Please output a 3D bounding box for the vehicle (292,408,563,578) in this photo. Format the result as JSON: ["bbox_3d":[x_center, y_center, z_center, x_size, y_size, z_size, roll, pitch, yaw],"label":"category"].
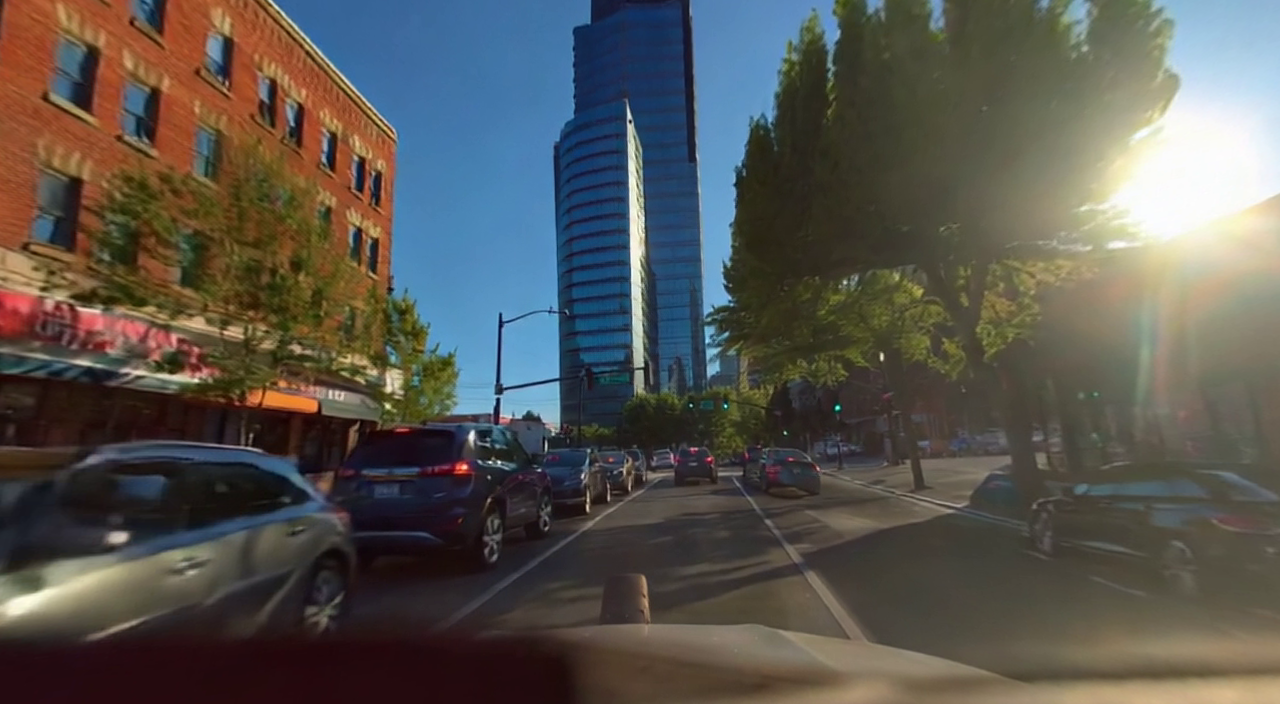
[{"bbox_3d":[-2.600,1.864,9.096,2.043,1.819,4.294,0,-9,6],"label":"vehicle"}]

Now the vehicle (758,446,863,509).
[{"bbox_3d":[4.510,3.370,17.423,2.150,1.464,4.467,-1,-9,7],"label":"vehicle"}]

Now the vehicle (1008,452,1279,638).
[{"bbox_3d":[6.242,1.854,6.950,1.956,1.446,4.537,0,-9,5],"label":"vehicle"}]

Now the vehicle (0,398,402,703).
[{"bbox_3d":[-2.986,0.992,2.541,2.214,1.496,4.648,0,-9,0],"label":"vehicle"}]

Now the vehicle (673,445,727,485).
[{"bbox_3d":[2.566,4.754,26.682,2.102,1.521,4.078,0,-9,6],"label":"vehicle"}]
